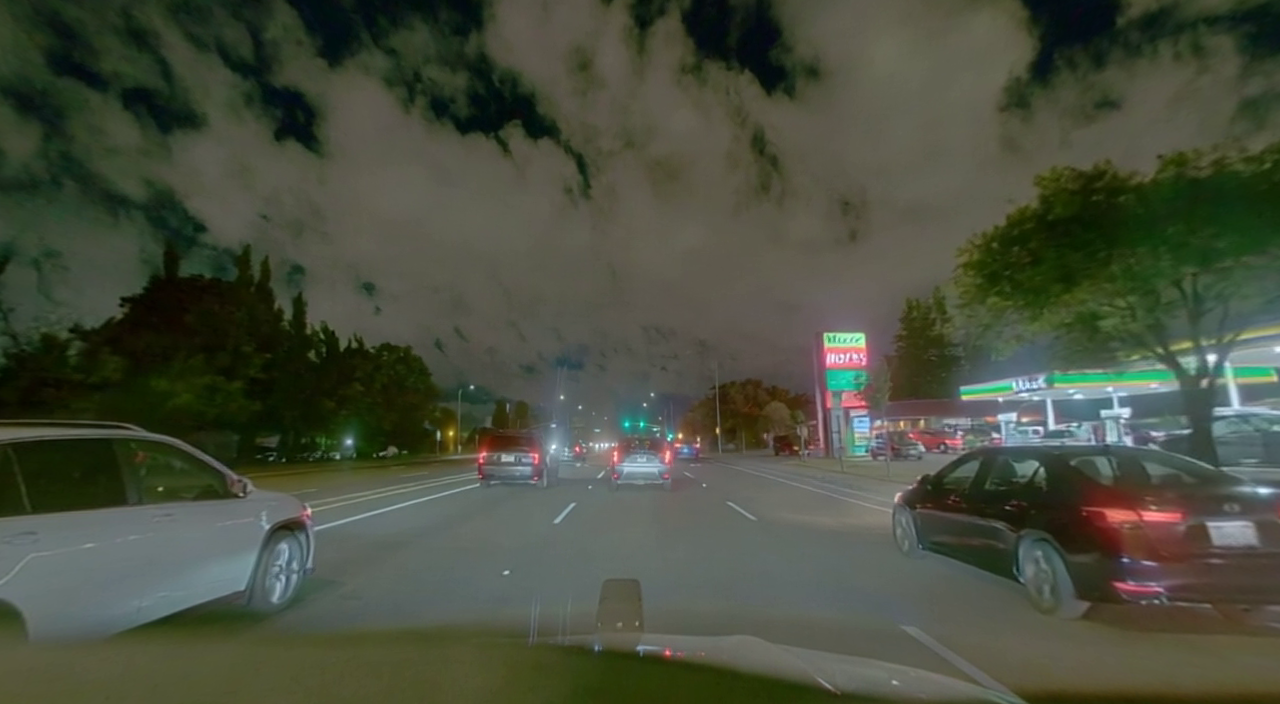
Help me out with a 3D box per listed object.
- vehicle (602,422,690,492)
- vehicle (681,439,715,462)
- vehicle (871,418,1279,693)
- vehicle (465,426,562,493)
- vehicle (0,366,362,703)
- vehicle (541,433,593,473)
[{"bbox_3d":[0.139,3.069,18.707,2.279,1.803,4.254,0,-8,0],"label":"vehicle"},{"bbox_3d":[3.985,6.914,44.278,1.926,1.522,3.852,0,-8,-2],"label":"vehicle"},{"bbox_3d":[3.941,1.429,5.749,1.888,1.456,4.589,0,-8,-1],"label":"vehicle"},{"bbox_3d":[-3.512,3.074,18.378,1.932,1.695,4.150,0,-8,0],"label":"vehicle"},{"bbox_3d":[-3.482,1.028,3.701,1.864,1.574,4.031,0,-8,0],"label":"vehicle"},{"bbox_3d":[-3.240,4.575,28.803,1.871,1.673,3.920,0,-8,1],"label":"vehicle"}]
